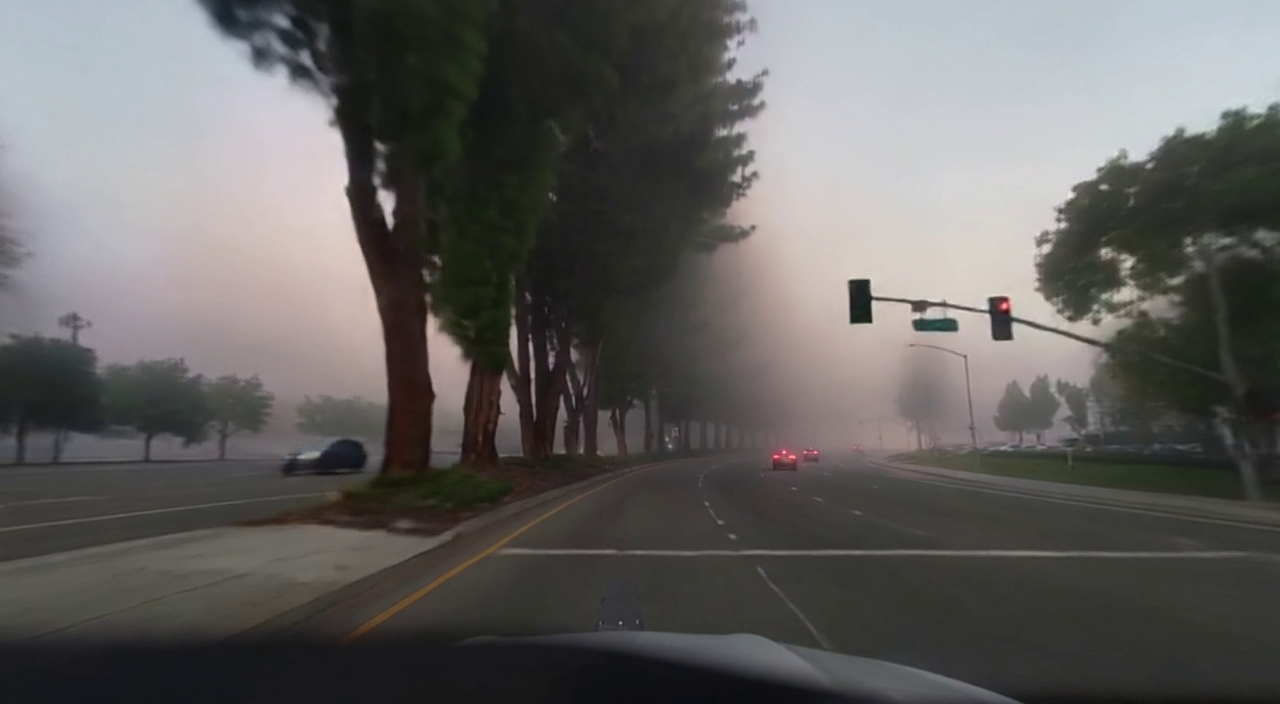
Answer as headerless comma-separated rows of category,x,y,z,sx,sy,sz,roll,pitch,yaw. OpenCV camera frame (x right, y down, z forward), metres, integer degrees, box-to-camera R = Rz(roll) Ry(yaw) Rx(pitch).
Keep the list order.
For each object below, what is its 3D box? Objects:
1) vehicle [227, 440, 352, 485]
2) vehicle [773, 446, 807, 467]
vehicle,-15.076,4.762,27.590,2.176,1.772,5.010,-1,-9,7
vehicle,11.045,7.702,46.750,1.988,1.460,3.996,-1,-9,8
